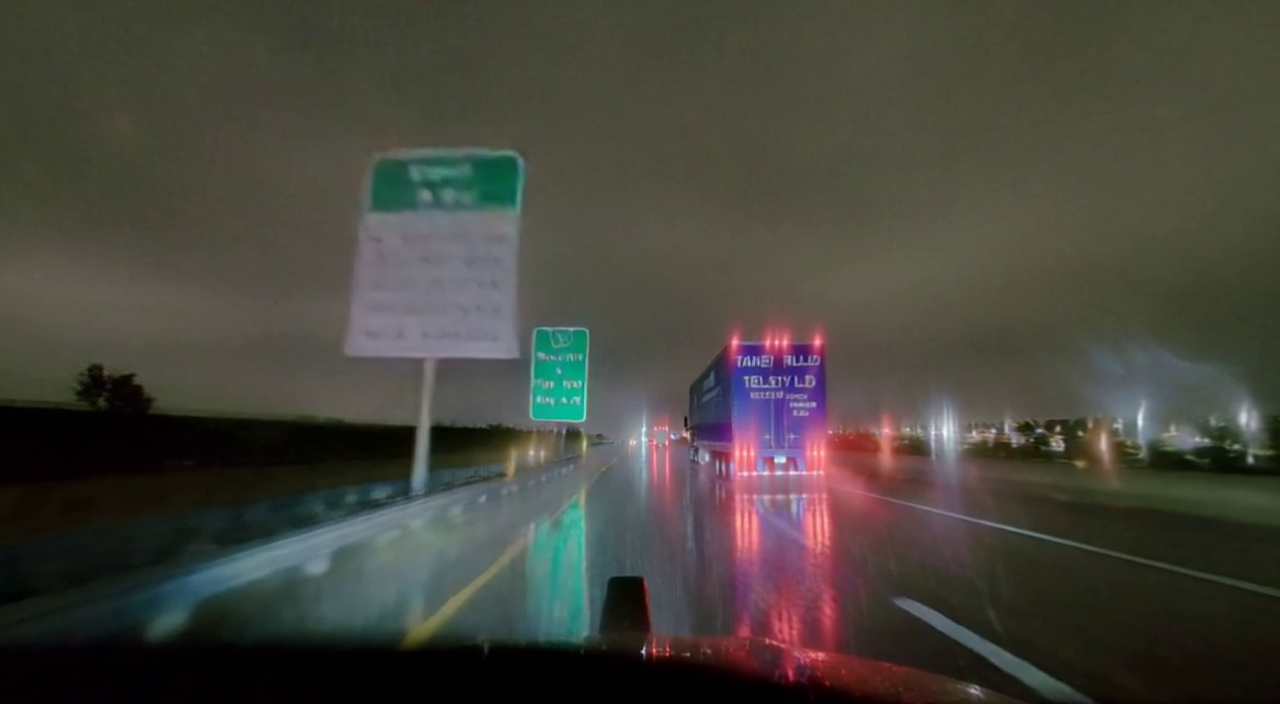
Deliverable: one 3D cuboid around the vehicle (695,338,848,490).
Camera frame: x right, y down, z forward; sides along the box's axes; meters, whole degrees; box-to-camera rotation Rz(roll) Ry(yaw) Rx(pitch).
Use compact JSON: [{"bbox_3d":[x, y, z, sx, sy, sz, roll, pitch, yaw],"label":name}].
[{"bbox_3d":[4.117,2.651,23.975,3.006,4.093,14.142,0,-8,1],"label":"vehicle"}]
